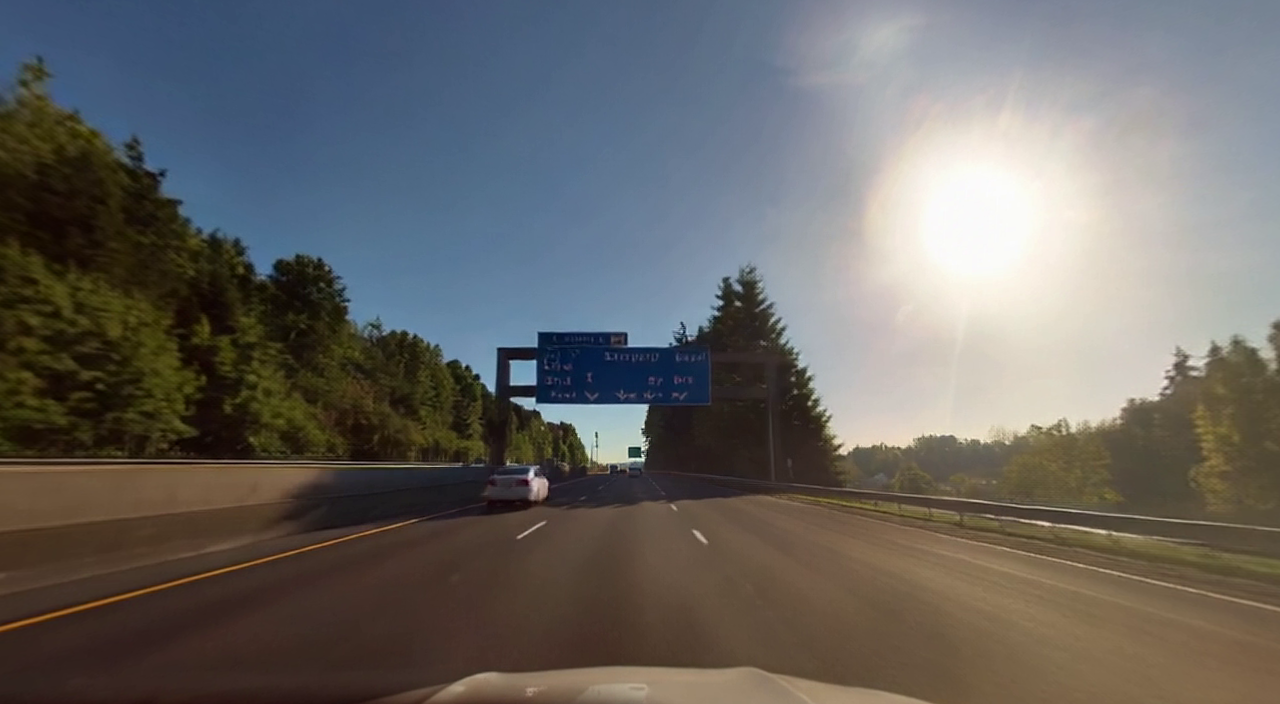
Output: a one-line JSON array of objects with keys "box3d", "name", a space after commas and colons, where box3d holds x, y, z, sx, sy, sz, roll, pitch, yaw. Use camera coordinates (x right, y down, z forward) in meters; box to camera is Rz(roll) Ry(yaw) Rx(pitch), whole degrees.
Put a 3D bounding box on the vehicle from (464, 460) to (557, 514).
[{"box3d": [-3.925, 4.198, 19.867, 2.006, 1.469, 4.050, 1, -10, 0], "name": "vehicle"}]
